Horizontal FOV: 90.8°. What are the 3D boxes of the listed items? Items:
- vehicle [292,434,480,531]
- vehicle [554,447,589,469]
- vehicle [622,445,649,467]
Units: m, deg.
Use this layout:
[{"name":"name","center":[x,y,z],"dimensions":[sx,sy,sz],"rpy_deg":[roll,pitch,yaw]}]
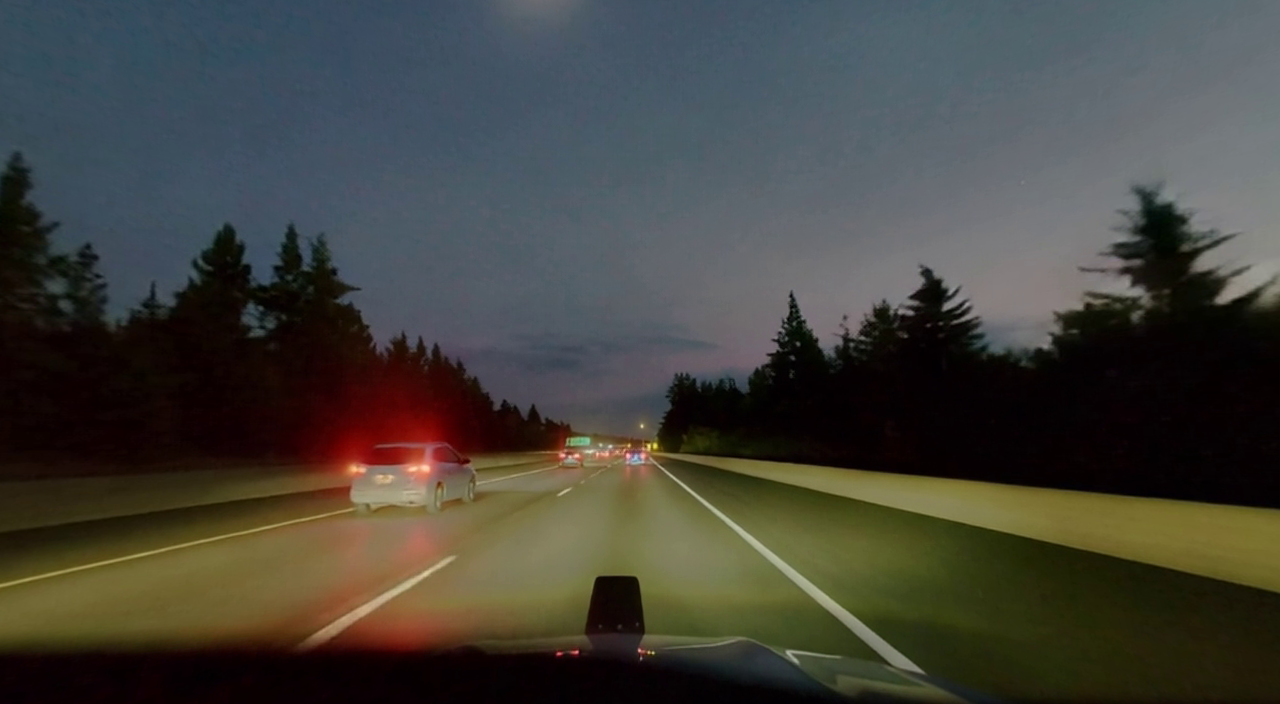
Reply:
[{"name":"vehicle","center":[-4.577,2.399,12.203],"dimensions":[1.838,1.508,4.317],"rpy_deg":[0,-9,0]},{"name":"vehicle","center":[-4.806,7.466,44.730],"dimensions":[2.052,1.468,4.390],"rpy_deg":[0,-9,0]},{"name":"vehicle","center":[-0.396,8.196,49.917],"dimensions":[2.070,1.603,4.806],"rpy_deg":[0,-9,-1]}]
